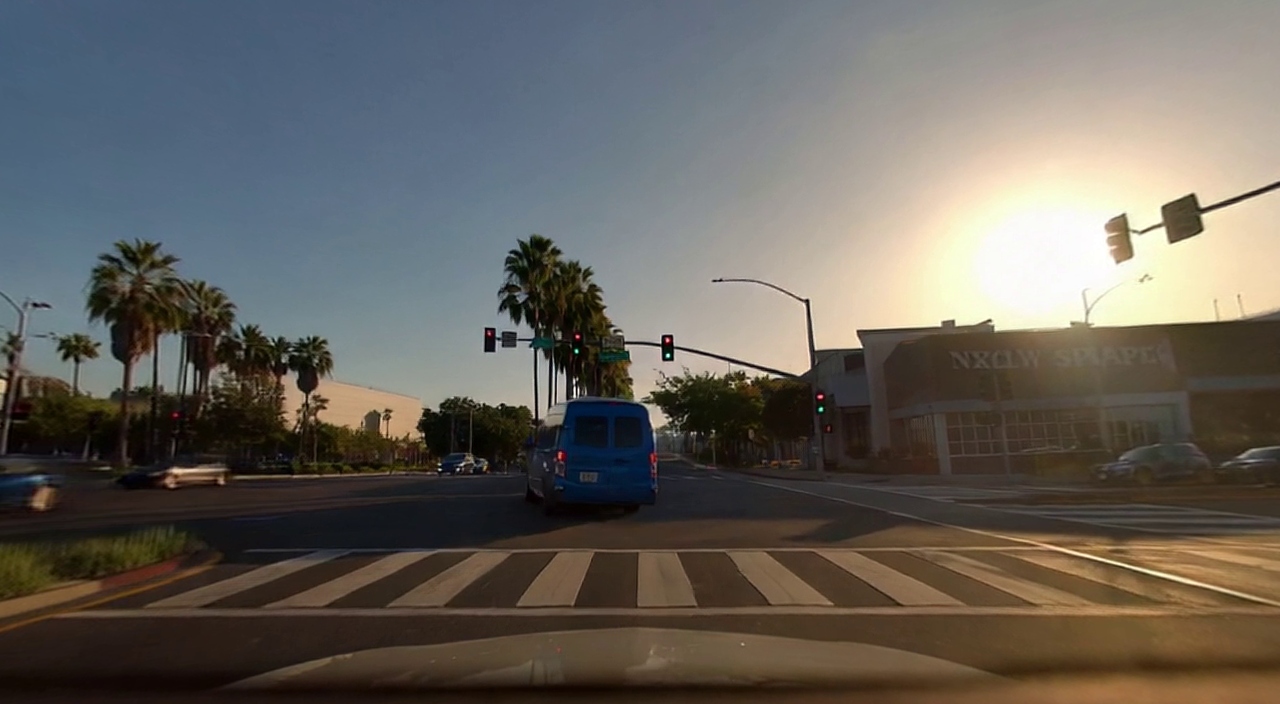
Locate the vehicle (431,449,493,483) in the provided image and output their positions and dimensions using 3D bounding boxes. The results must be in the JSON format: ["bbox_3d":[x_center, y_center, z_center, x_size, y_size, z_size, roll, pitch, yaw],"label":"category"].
[{"bbox_3d":[-9.696,6.233,34.814,2.074,1.681,4.417,0,-9,0],"label":"vehicle"}]

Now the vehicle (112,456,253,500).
[{"bbox_3d":[-17.597,4.828,24.668,1.874,1.467,4.768,0,-9,1],"label":"vehicle"}]

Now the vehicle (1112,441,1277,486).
[{"bbox_3d":[22.231,4.474,25.497,4.533,1.676,2.236,0,-9,-1],"label":"vehicle"}]

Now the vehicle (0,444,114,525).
[{"bbox_3d":[-14.404,2.813,13.515,2.074,1.671,4.755,0,-9,2],"label":"vehicle"}]
